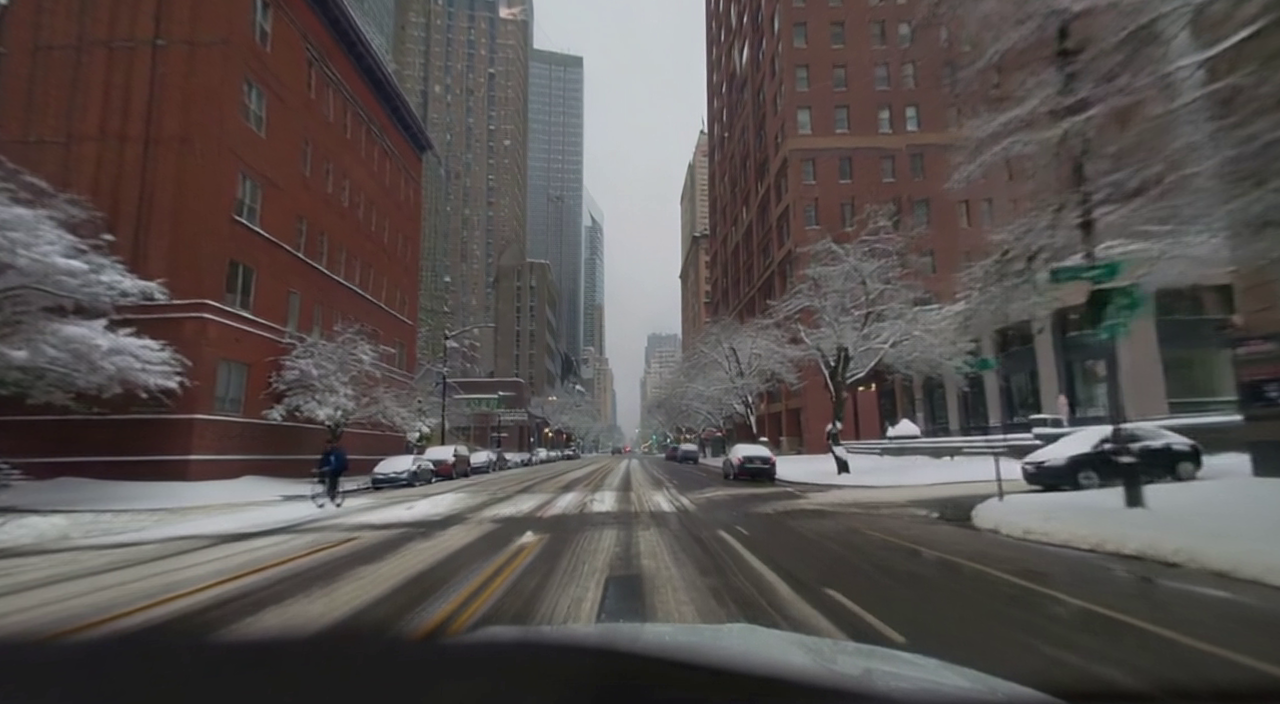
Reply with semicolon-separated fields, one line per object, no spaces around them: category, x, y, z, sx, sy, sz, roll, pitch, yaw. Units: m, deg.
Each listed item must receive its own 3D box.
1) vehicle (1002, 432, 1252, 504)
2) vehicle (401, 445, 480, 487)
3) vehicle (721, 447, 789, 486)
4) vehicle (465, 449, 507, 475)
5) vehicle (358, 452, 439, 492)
vehicle;11.595;2.776;15.310;4.380;1.608;1.942;0;-9;0
vehicle;-11.112;6.360;35.800;2.574;1.922;6.292;-4;-8;-2
vehicle;4.754;4.792;26.809;1.929;1.522;4.543;0;-9;-1
vehicle;-11.609;8.319;48.070;1.970;1.828;5.519;-1;-9;-2
vehicle;-11.246;5.580;29.824;1.992;1.629;4.773;-2;-9;-1
